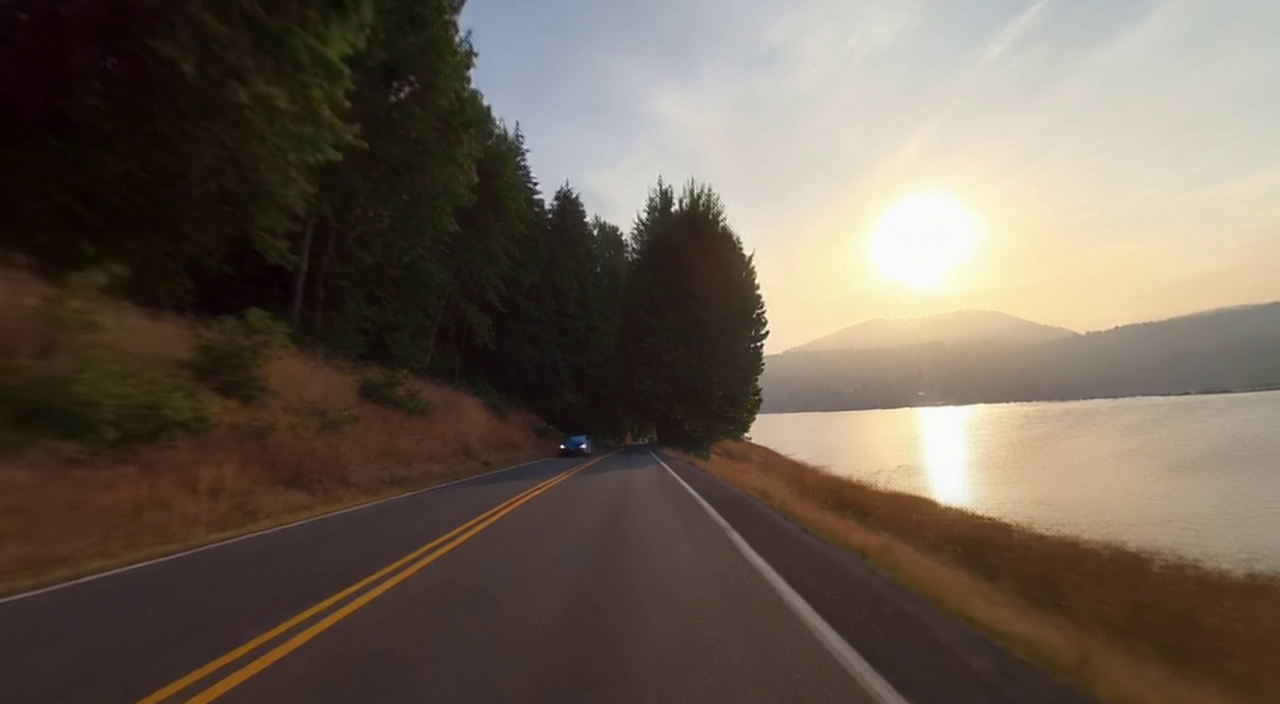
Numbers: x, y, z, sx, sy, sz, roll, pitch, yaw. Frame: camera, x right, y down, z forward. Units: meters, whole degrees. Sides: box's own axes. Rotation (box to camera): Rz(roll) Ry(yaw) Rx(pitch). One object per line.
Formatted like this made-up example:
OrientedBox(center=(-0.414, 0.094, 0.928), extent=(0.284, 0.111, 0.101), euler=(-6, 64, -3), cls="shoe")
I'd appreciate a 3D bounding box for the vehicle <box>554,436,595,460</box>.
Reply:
OrientedBox(center=(-4.403, 6.525, 43.180), extent=(2.179, 1.579, 4.637), euler=(0, -8, 1), cls="vehicle")
